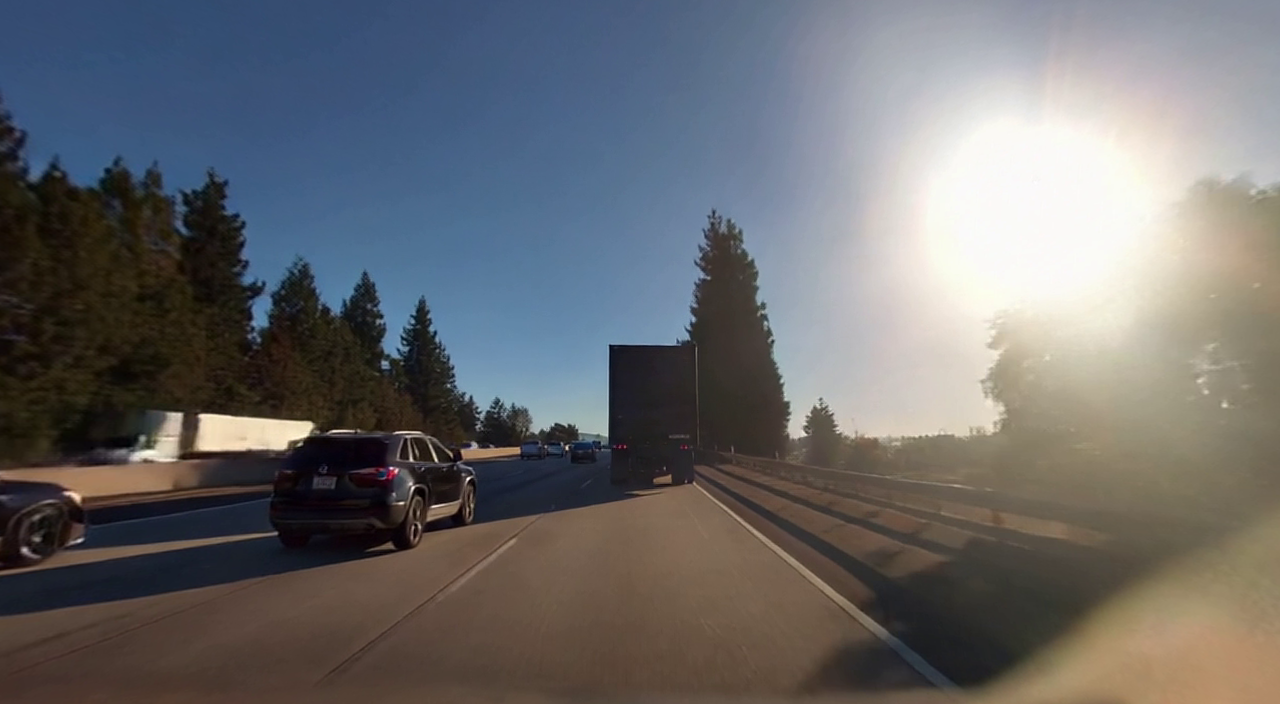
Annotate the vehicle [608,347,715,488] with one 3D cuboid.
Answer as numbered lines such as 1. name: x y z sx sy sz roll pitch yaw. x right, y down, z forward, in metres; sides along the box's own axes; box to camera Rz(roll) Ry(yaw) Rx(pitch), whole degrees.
1. vehicle: 0.608 2.533 22.528 2.870 3.841 10.653 0 -8 0

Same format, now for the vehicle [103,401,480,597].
1. vehicle: -3.549 1.581 7.623 2.077 1.671 4.249 0 -8 1

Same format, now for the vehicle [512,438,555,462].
1. vehicle: -6.735 6.266 40.447 1.882 1.451 4.416 0 -8 1
